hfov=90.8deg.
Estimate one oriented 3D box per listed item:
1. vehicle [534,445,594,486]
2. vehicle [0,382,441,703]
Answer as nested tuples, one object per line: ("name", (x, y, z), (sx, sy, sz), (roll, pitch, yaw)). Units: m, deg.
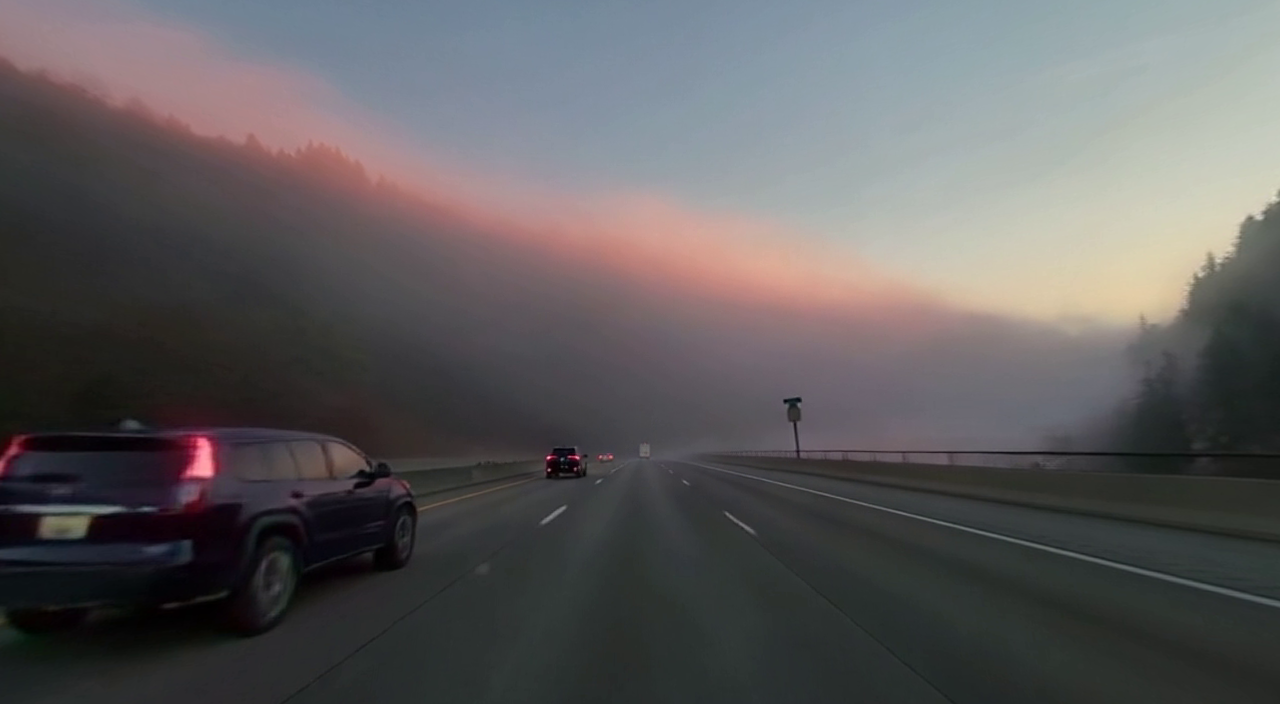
("vehicle", (-3.060, 4.669, 26.305), (1.944, 1.548, 4.051), (0, -9, 1))
("vehicle", (-3.610, 1.365, 5.546), (2.147, 1.708, 4.630), (0, -9, 1))
